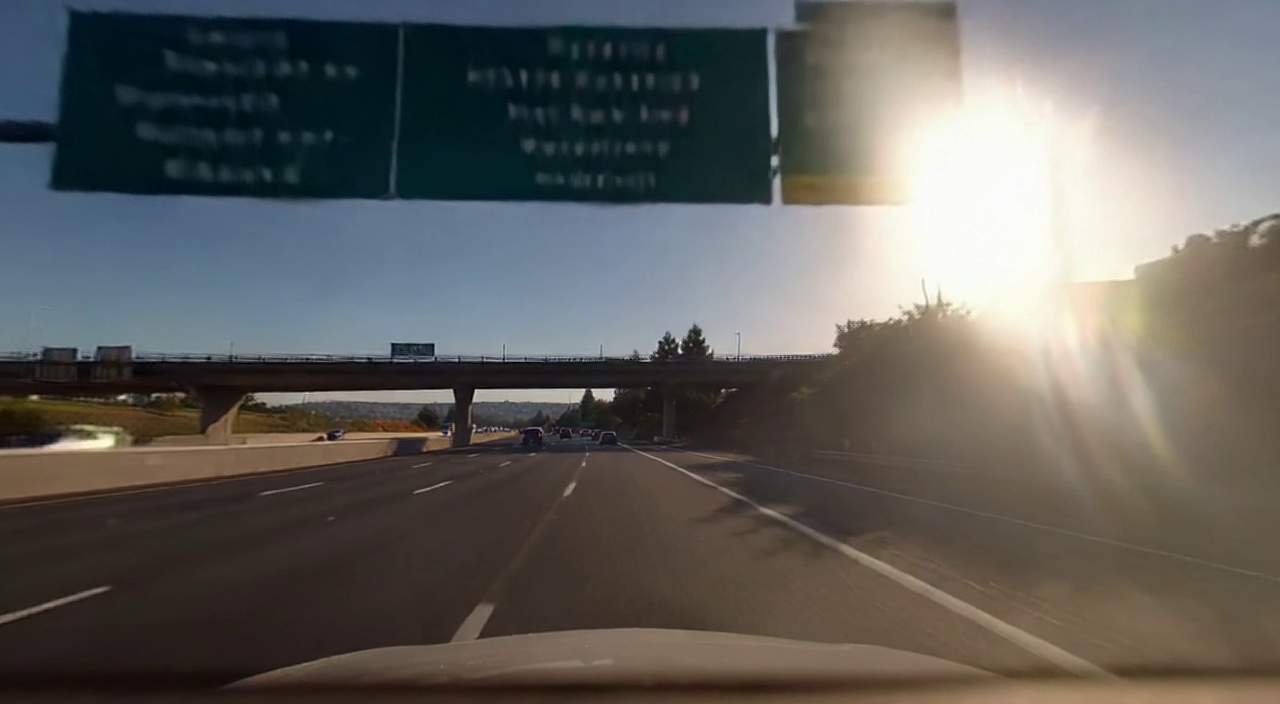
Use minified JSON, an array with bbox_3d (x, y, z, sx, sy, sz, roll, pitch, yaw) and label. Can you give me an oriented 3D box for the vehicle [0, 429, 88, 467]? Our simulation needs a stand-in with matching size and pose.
[{"bbox_3d":[-25.361,3.950,26.005,1.866,1.461,3.563,0,-8,-2],"label":"vehicle"}]
